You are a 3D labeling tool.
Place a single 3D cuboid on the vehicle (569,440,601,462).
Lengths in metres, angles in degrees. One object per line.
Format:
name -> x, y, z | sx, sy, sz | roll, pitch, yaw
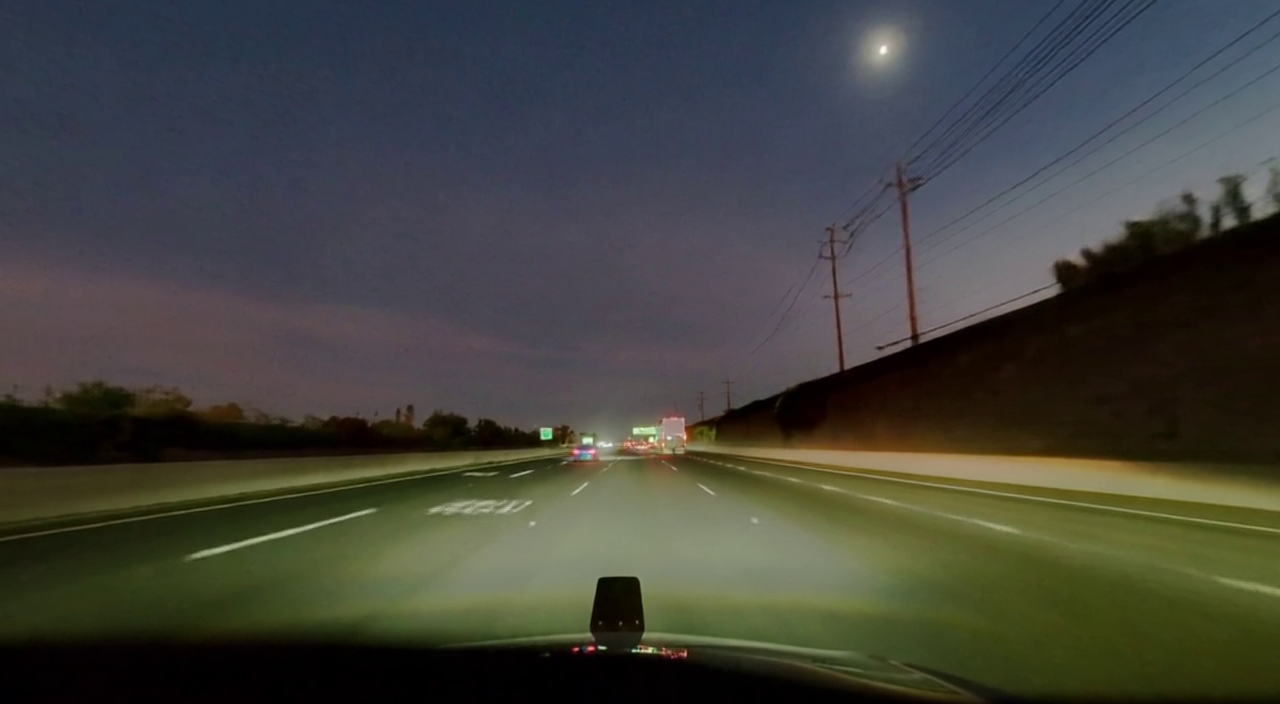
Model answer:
vehicle -> -3.995, 7.286, 46.389 | 2.009, 1.533, 4.175 | 0, -9, 0
